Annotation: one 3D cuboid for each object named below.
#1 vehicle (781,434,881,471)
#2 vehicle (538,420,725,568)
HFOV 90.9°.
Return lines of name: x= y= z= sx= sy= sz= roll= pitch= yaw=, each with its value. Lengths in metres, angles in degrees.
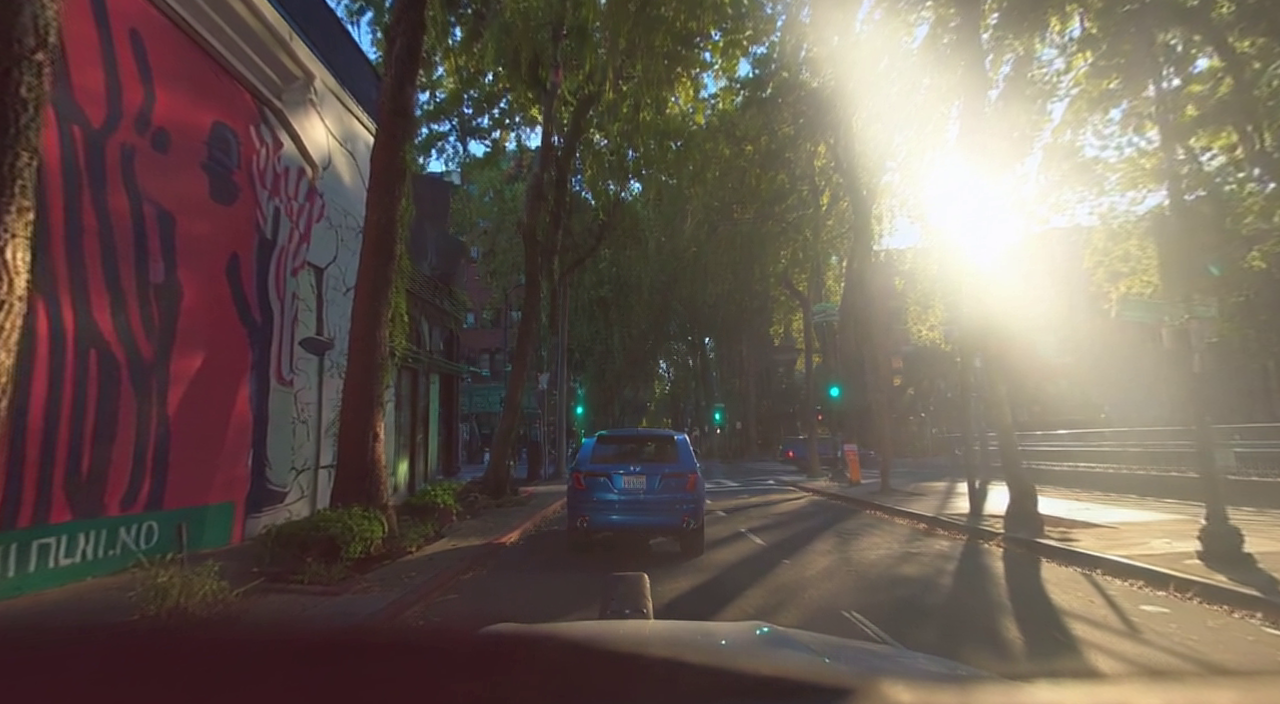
vehicle: x=11.536 y=6.021 z=38.061 sx=5.513 sy=2.063 sz=2.448 roll=4 pitch=-10 yaw=-26
vehicle: x=-0.101 y=1.882 z=9.040 sx=2.079 sy=1.621 sz=3.861 roll=0 pitch=-9 yaw=0
